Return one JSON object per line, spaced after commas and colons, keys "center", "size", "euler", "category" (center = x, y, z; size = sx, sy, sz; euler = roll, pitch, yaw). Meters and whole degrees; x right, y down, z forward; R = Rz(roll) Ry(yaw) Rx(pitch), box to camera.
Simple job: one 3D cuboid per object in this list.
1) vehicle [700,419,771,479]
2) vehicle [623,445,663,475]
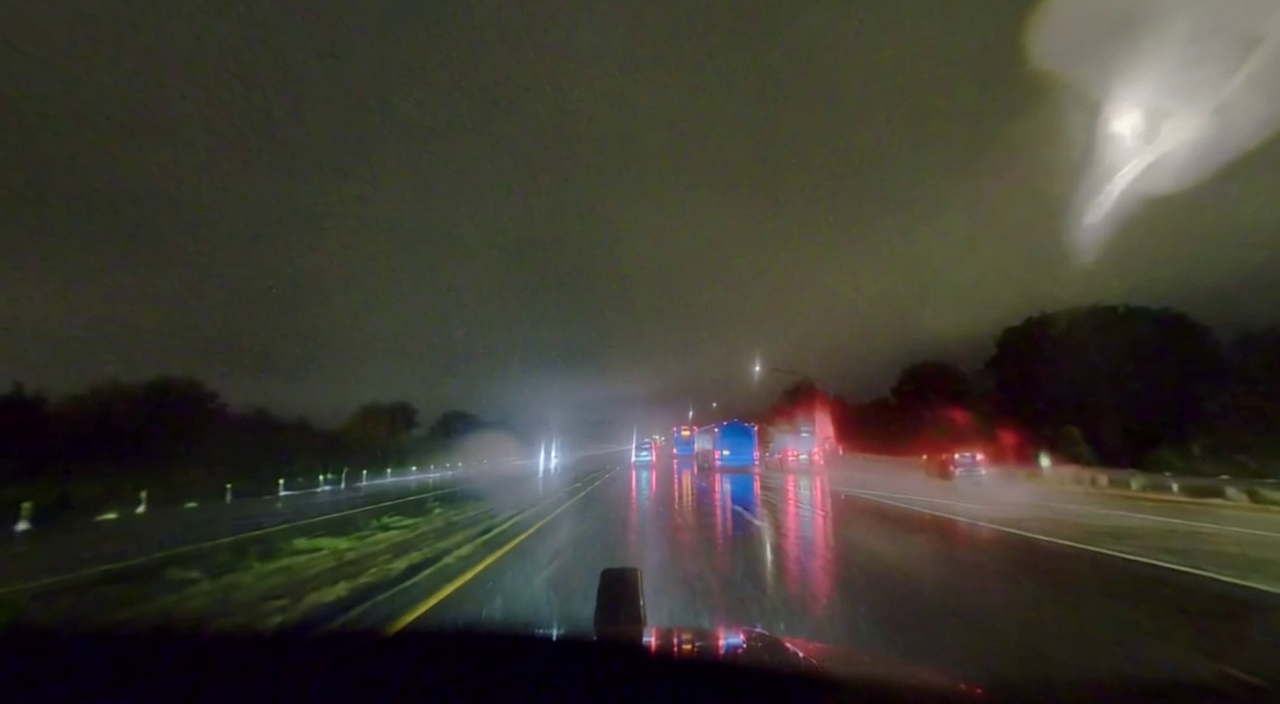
{"center": [4.400, 4.644, 30.182], "size": [2.440, 2.555, 5.957], "euler": [0, -9, 0], "category": "vehicle"}
{"center": [0.147, 5.716, 33.544], "size": [2.004, 1.449, 3.817], "euler": [0, -9, -1], "category": "vehicle"}
